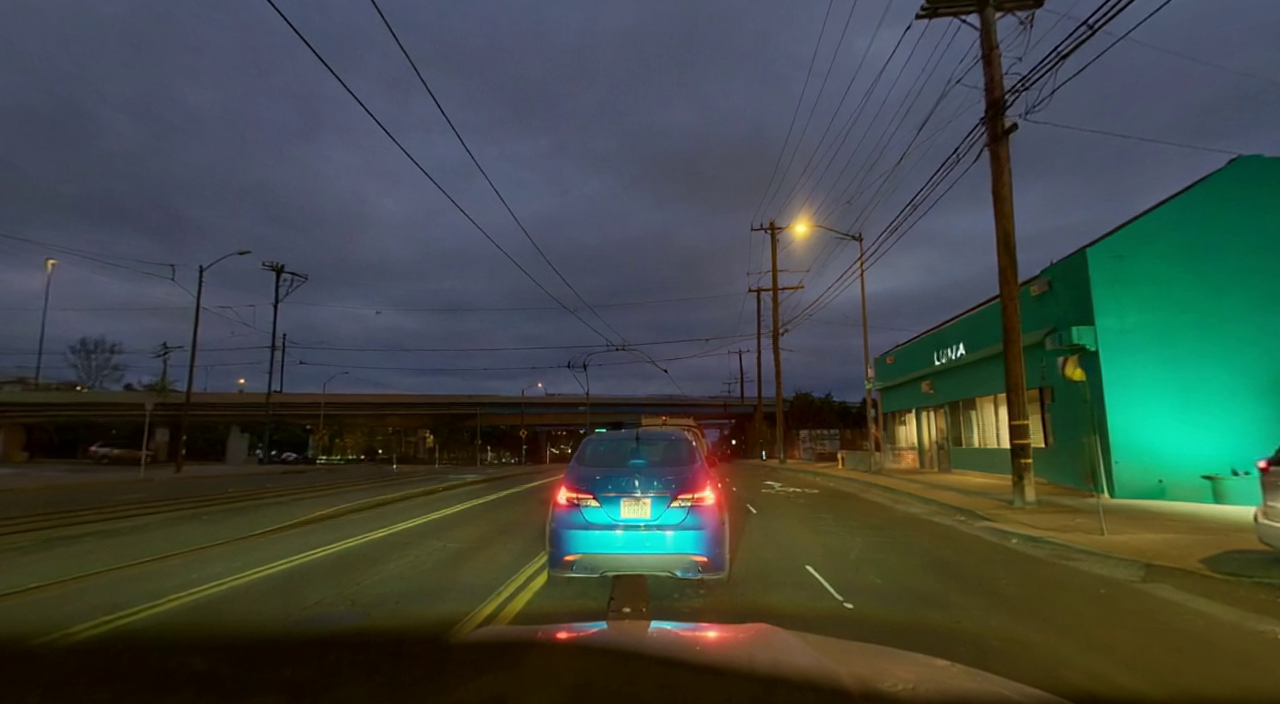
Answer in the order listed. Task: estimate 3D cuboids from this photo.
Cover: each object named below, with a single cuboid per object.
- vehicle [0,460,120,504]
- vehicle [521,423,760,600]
[{"bbox_3d":[-21.931,4.688,22.838,4.566,1.453,1.935,-1,-9,5],"label":"vehicle"},{"bbox_3d":[0.094,1.707,7.614,2.090,1.518,4.033,-1,-9,3],"label":"vehicle"}]
